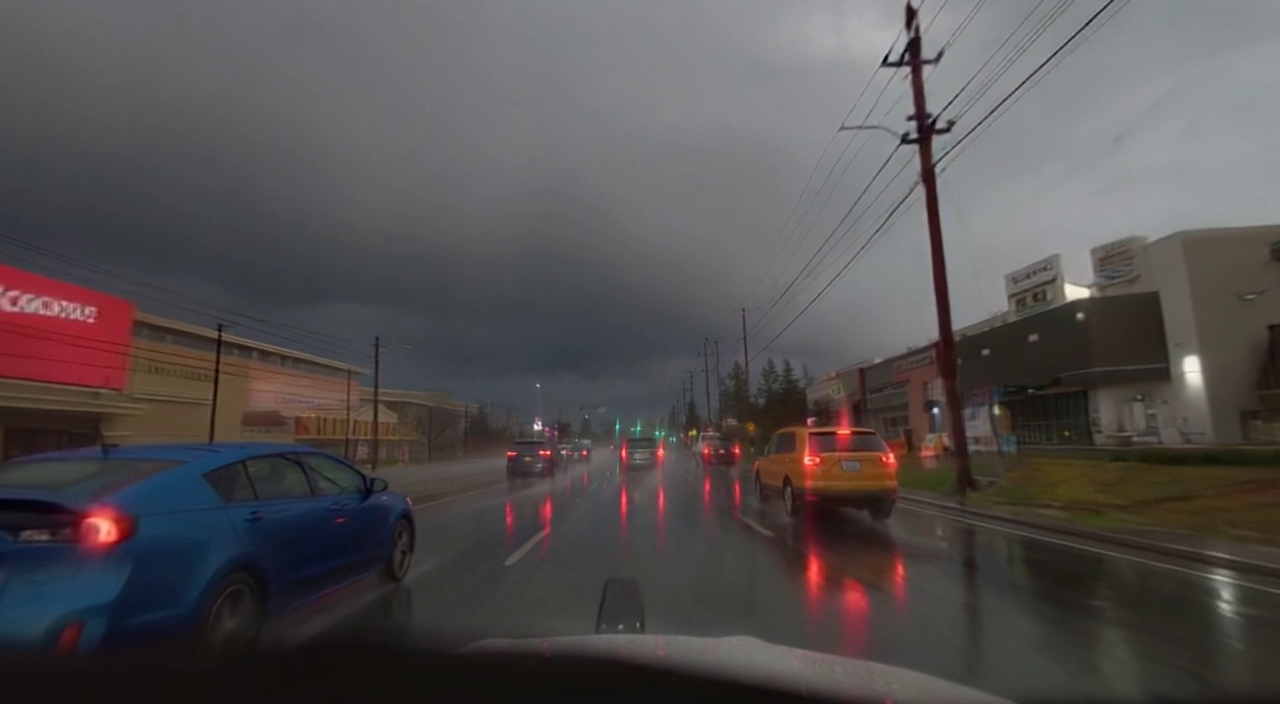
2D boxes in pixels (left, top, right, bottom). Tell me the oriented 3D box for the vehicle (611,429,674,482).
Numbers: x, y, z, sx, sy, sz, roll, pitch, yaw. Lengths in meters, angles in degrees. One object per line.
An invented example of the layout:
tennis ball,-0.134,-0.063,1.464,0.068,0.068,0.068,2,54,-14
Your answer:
vehicle,0.047,4.145,25.574,2.326,1.925,4.253,0,-8,-1

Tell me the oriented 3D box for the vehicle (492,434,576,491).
vehicle,-3.327,3.557,20.668,2.051,1.671,3.861,0,-8,0

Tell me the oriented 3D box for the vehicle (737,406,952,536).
vehicle,3.400,2.114,11.832,2.282,1.897,4.915,0,-8,-1

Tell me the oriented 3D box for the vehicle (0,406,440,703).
vehicle,-3.247,1.293,4.749,2.022,1.498,4.471,0,-8,0

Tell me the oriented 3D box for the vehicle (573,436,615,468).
vehicle,-3.003,6.686,42.456,2.405,2.009,5.909,0,-8,0

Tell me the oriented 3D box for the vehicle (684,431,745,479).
vehicle,3.122,4.417,27.353,2.026,1.904,4.102,0,-8,-1

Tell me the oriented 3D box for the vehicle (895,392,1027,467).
vehicle,12.549,3.137,25.258,2.477,2.665,5.203,0,-8,1
